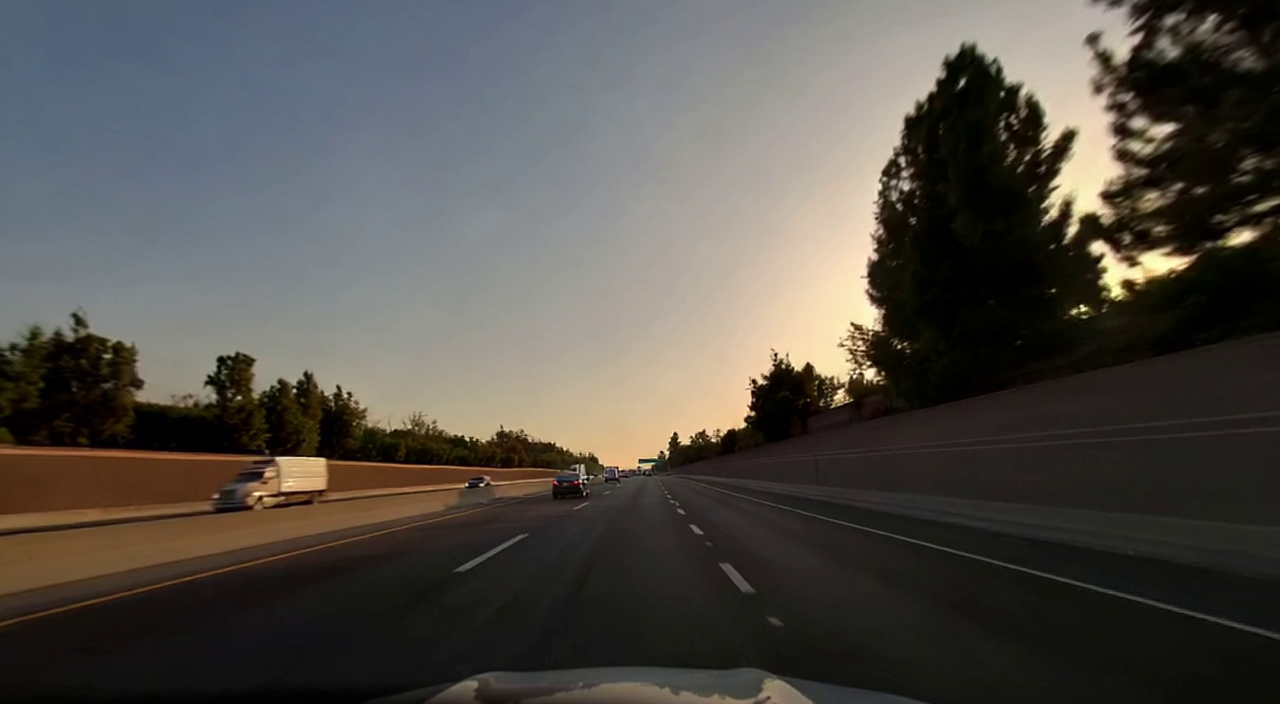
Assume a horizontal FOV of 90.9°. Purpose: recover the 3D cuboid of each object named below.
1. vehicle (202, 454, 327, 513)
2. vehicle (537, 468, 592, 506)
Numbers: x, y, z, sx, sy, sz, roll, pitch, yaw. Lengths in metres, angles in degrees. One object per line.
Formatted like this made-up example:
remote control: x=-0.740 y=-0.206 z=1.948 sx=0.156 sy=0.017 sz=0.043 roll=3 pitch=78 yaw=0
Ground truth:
vehicle: x=-20.518 y=7.237 z=34.982 sx=2.547 sy=2.879 sz=6.735 roll=0 pitch=-11 yaw=1
vehicle: x=-3.201 y=5.829 z=27.393 sx=1.863 sy=1.486 sz=3.852 roll=0 pitch=-11 yaw=1
